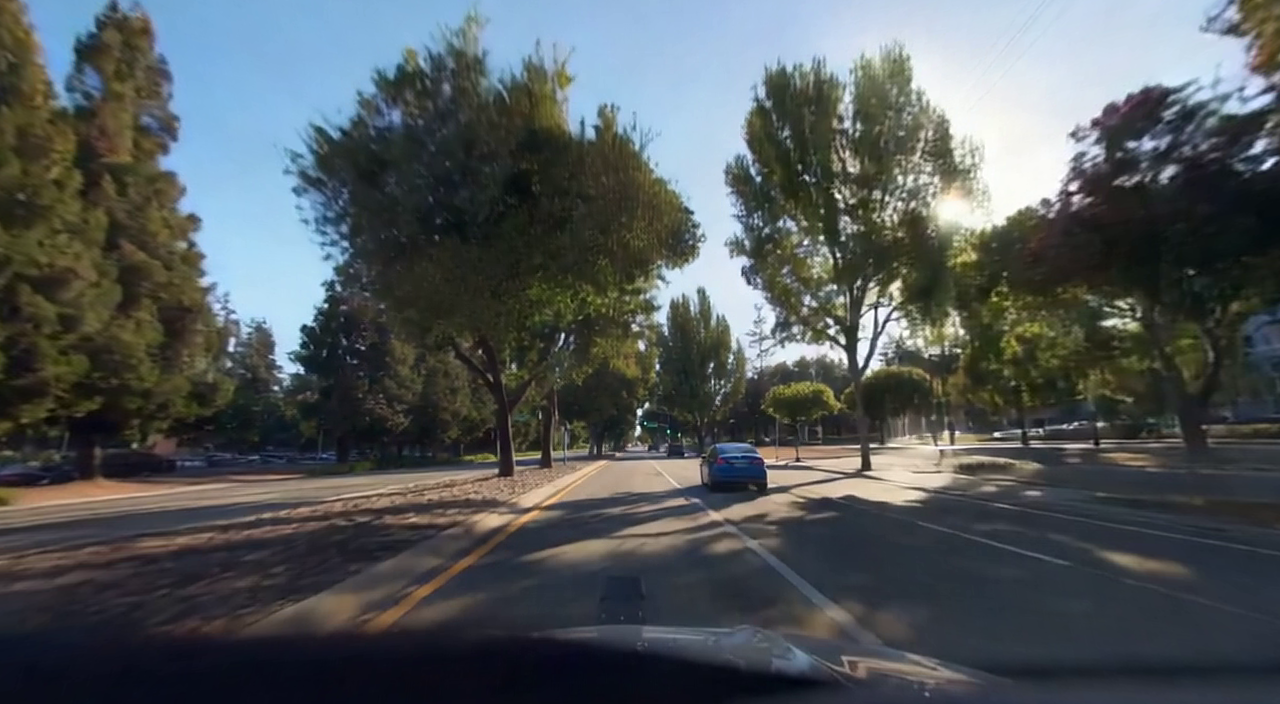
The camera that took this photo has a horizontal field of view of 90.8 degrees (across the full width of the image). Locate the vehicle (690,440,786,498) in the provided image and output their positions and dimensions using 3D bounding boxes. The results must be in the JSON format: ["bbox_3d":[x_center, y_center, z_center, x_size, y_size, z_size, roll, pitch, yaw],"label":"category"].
[{"bbox_3d":[2.711,3.348,18.508,2.056,1.483,4.091,0,-8,-2],"label":"vehicle"}]
